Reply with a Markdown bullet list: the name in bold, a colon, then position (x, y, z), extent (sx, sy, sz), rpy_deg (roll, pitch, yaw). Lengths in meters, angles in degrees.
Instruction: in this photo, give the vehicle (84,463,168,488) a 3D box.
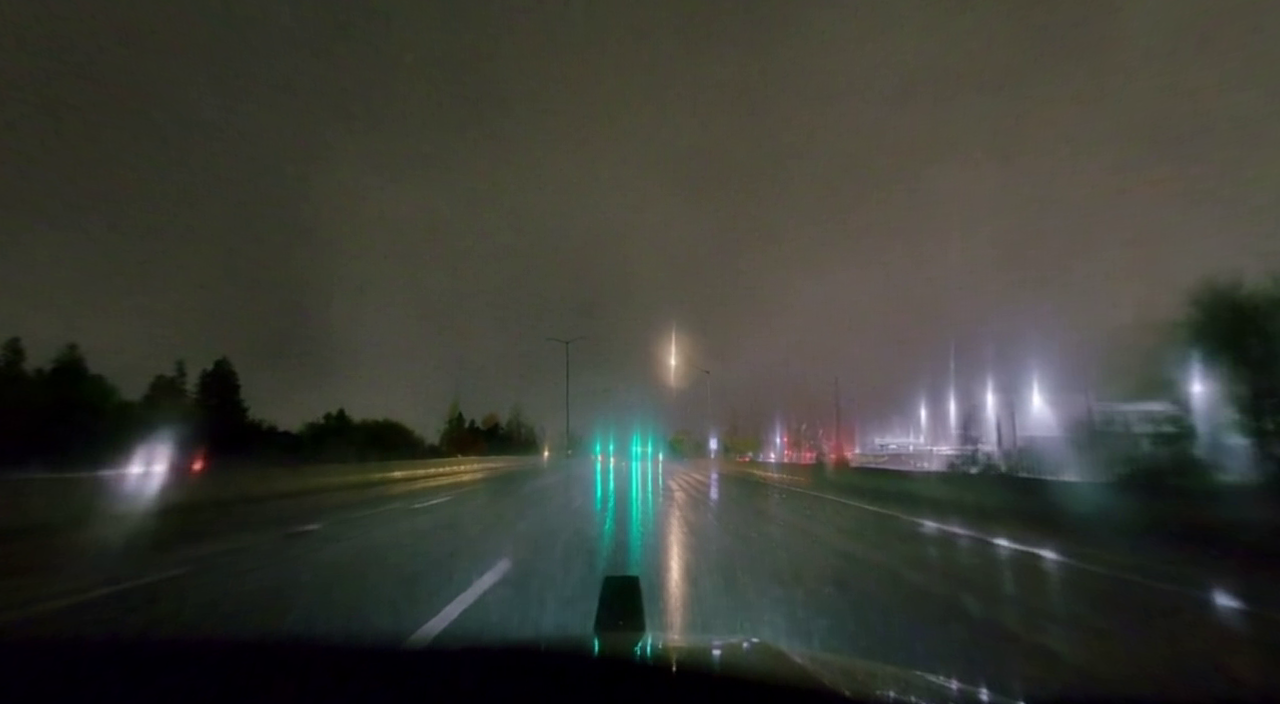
- **vehicle**: position (-35.679, 8.570, 43.879), extent (1.868, 1.518, 4.645), rpy_deg (0, -9, 1)
